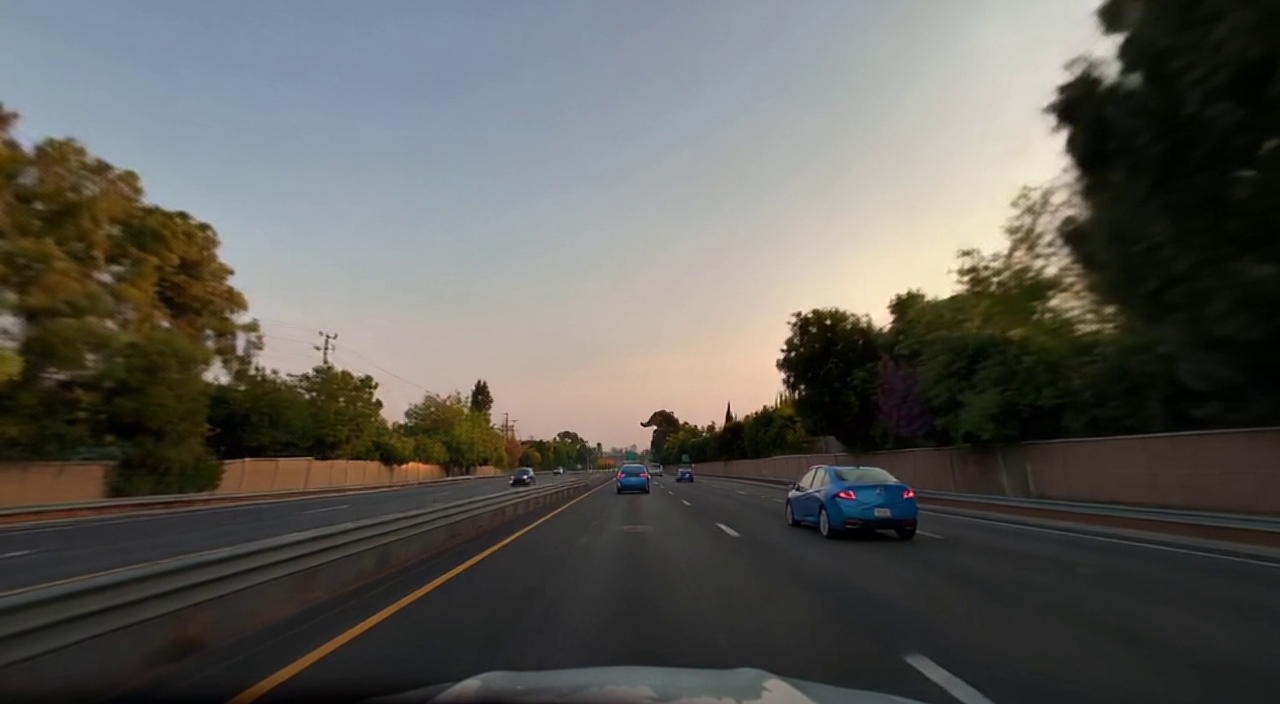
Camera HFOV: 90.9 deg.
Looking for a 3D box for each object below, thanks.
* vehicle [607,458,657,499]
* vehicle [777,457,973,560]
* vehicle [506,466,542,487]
[{"bbox_3d":[-0.355,5.599,28.042,2.037,1.605,3.833,1,-11,0],"label":"vehicle"},{"bbox_3d":[3.940,2.709,11.448,1.938,1.494,4.032,1,-11,-1],"label":"vehicle"},{"bbox_3d":[-8.919,9.609,48.811,2.006,1.468,4.450,1,-11,-1],"label":"vehicle"}]
